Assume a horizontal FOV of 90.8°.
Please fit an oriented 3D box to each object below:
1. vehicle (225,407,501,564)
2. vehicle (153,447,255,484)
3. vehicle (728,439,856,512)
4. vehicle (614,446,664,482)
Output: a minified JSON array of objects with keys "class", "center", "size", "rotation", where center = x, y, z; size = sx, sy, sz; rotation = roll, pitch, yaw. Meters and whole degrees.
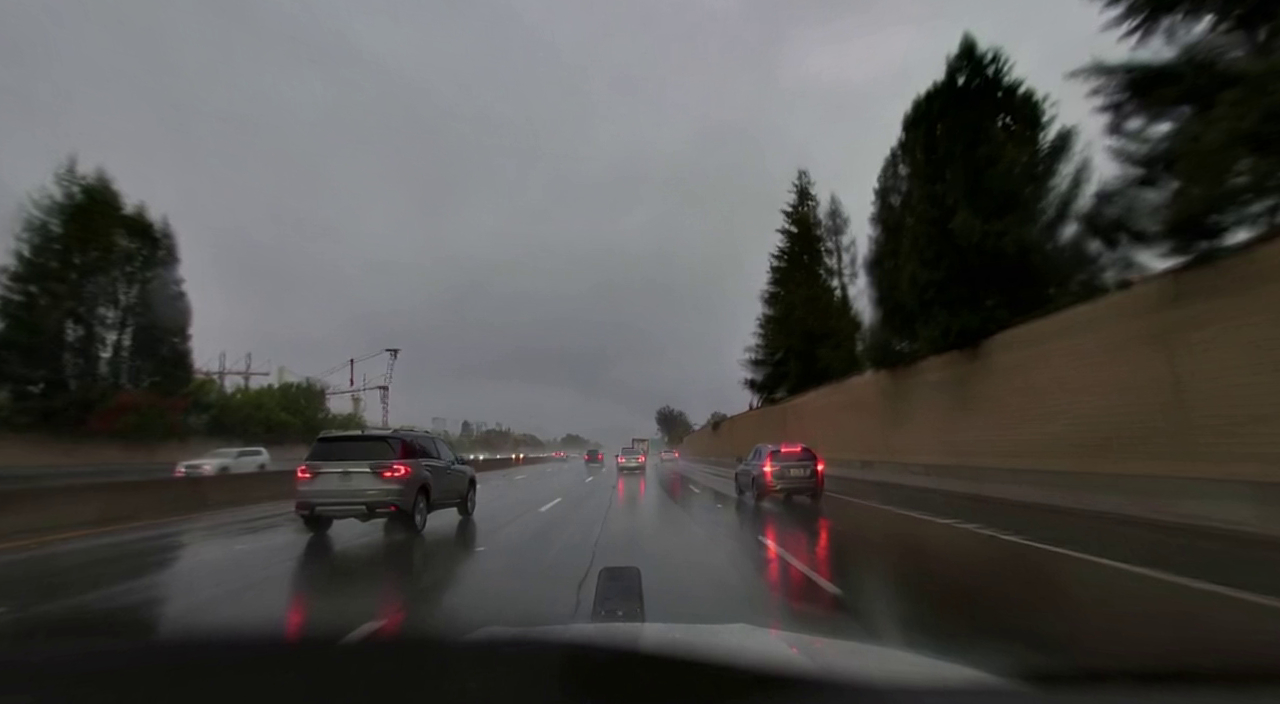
[{"class":"vehicle","center":[-3.670,1.856,9.479],"size":[2.121,1.775,4.335],"rotation":[0,-9,0]},{"class":"vehicle","center":[-23.402,6.084,34.176],"size":[2.084,1.800,4.788],"rotation":[0,-9,0]},{"class":"vehicle","center":[3.528,2.943,15.630],"size":[1.917,1.507,4.540],"rotation":[0,-9,-2]},{"class":"vehicle","center":[-0.090,4.882,27.920],"size":[2.045,1.452,4.040],"rotation":[0,-8,-1]}]
